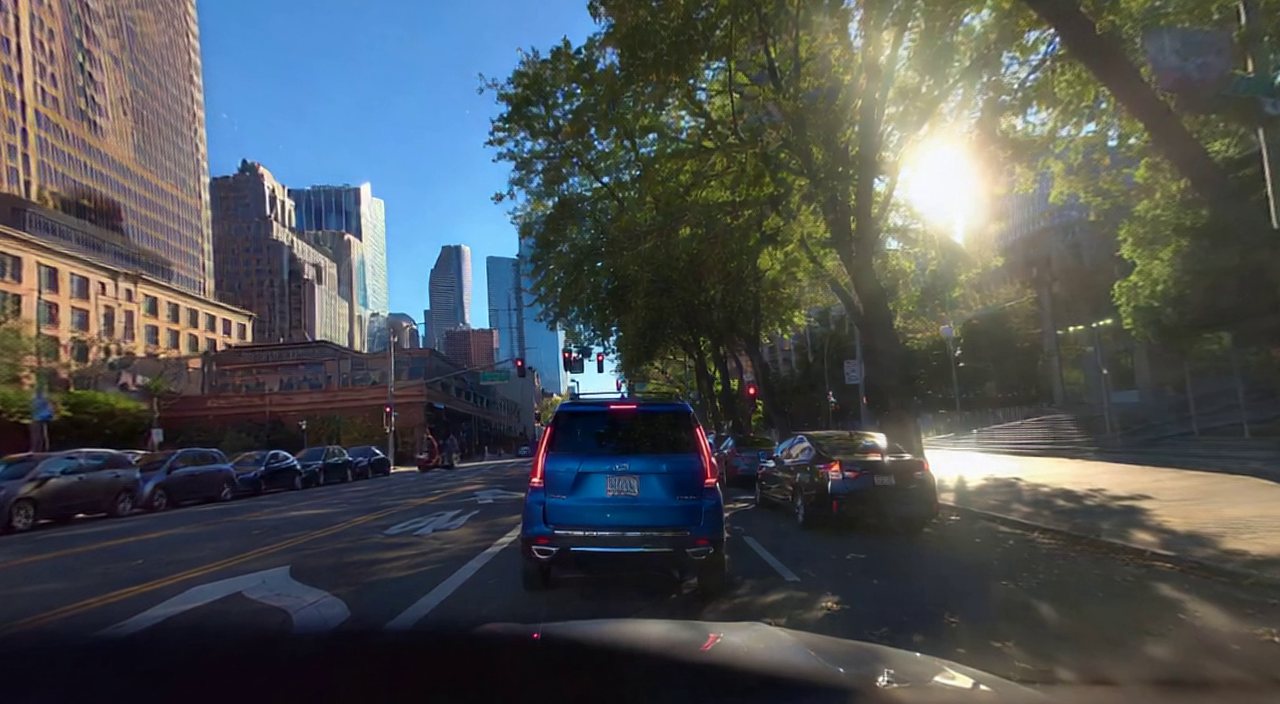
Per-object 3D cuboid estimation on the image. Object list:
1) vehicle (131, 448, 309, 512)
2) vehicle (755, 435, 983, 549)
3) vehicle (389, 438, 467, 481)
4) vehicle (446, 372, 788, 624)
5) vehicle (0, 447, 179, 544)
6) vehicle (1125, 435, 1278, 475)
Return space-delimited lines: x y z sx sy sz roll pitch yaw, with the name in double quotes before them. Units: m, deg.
"vehicle" -12.467 3.784 19.135 2.207 1.648 4.675 0 -8 -1
"vehicle" 3.286 2.083 10.075 2.056 1.422 4.130 0 -8 -1
"vehicle" -9.261 4.705 27.833 2.054 1.722 4.292 0 -8 -2
"vehicle" -0.162 1.362 6.759 2.453 1.816 4.300 0 -8 0
"vehicle" -12.546 2.914 13.452 1.891 1.723 4.360 0 -8 1
"vehicle" 22.147 4.050 24.982 4.055 1.469 1.848 -4 -9 25
